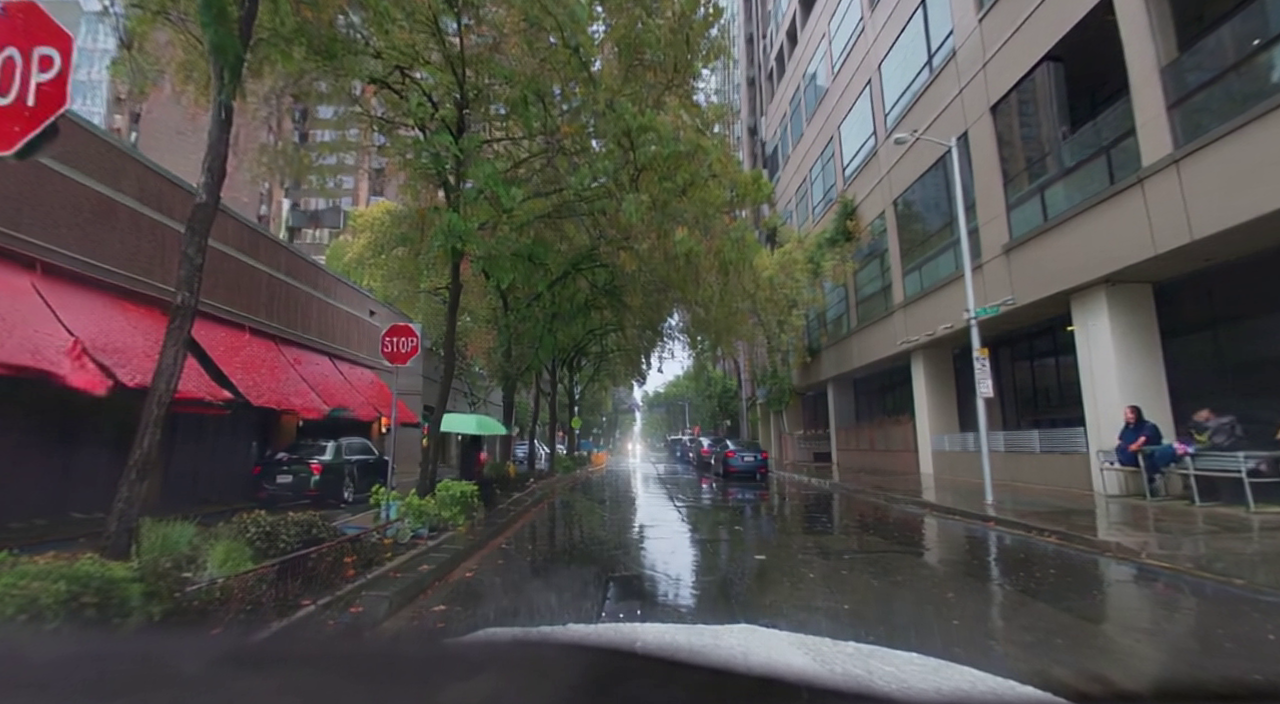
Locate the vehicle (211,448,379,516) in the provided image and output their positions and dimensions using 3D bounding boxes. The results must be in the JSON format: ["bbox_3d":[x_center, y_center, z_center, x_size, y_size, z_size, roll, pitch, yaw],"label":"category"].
[{"bbox_3d":[-8.795,3.308,16.635,2.007,1.503,4.343,0,-8,-1],"label":"vehicle"}]

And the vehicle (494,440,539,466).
[{"bbox_3d":[-8.848,7.271,45.736,2.256,1.802,4.333,0,-8,2],"label":"vehicle"}]

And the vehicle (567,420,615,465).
[{"bbox_3d":[-2.988,5.766,40.175,2.317,2.596,6.053,0,-8,3],"label":"vehicle"}]

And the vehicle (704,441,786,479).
[{"bbox_3d":[4.583,4.571,27.112,1.858,1.491,4.329,-5,-10,33],"label":"vehicle"}]
